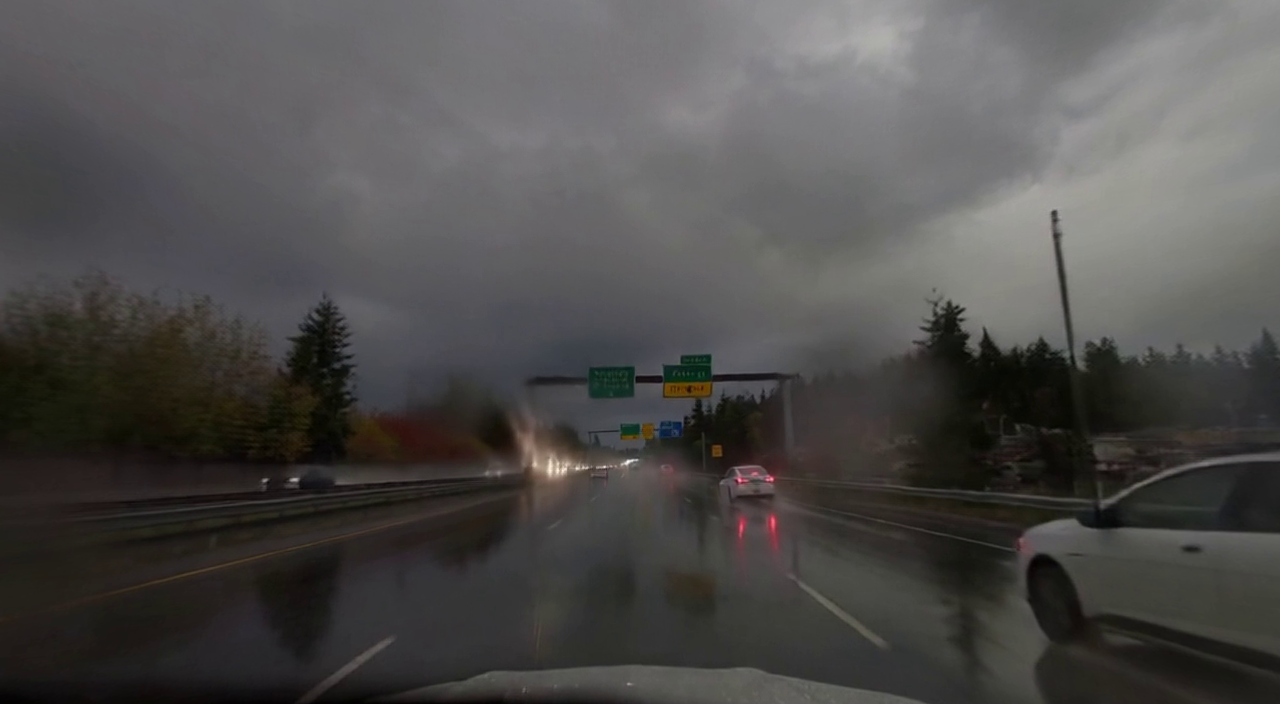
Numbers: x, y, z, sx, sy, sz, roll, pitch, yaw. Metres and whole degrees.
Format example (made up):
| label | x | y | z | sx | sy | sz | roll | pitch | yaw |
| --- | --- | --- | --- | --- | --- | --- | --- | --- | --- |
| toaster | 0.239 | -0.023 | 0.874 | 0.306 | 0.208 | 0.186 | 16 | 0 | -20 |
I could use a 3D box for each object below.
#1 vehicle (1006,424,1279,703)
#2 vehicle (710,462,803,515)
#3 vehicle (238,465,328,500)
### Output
| label | x | y | z | sx | sy | sz | roll | pitch | yaw |
| --- | --- | --- | --- | --- | --- | --- | --- | --- | --- |
| vehicle | 4.106 | 1.122 | 2.835 | 2.010 | 1.579 | 4.679 | 1 | -10 | -1 |
| vehicle | 3.605 | 4.369 | 20.463 | 2.051 | 1.472 | 4.547 | 1 | -10 | -1 |
| vehicle | -16.285 | 5.966 | 28.958 | 1.758 | 1.449 | 3.912 | 1 | -10 | 1 |
